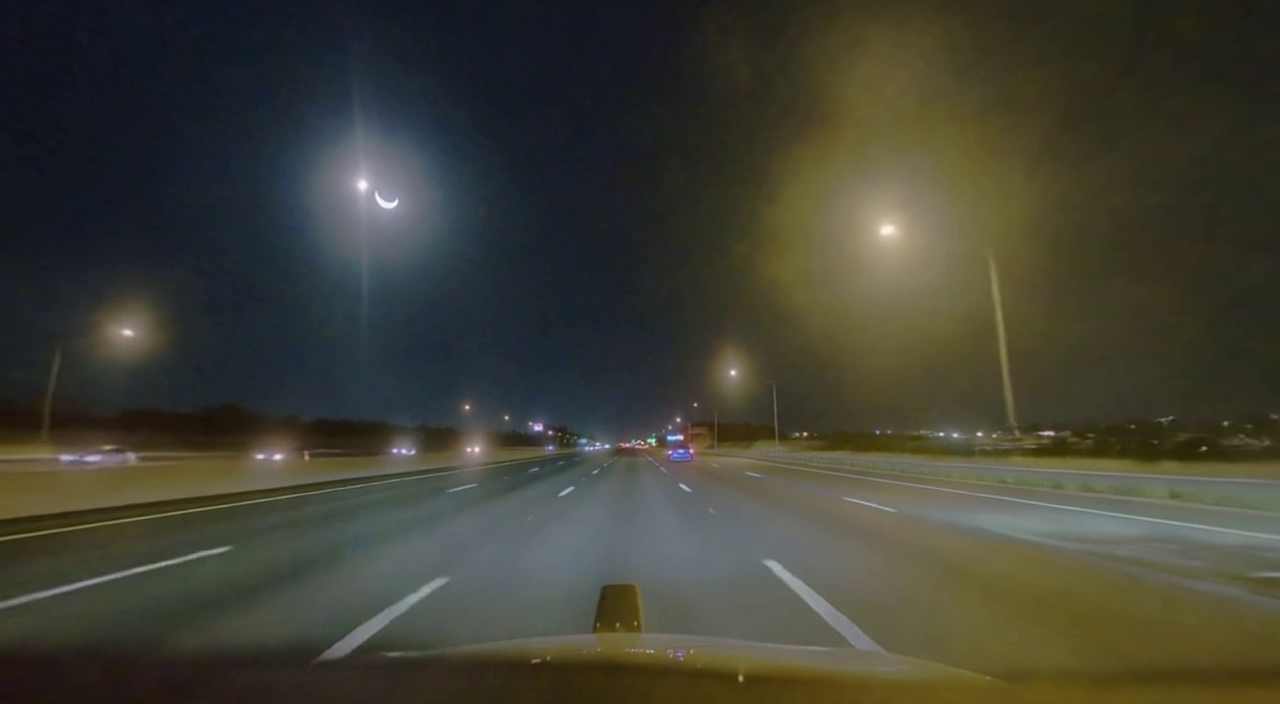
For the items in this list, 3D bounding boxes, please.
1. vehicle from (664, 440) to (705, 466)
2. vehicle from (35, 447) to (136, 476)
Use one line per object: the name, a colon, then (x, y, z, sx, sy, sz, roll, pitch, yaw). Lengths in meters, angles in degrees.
vehicle: (2.771, 6.455, 40.511, 2.270, 1.615, 3.770, 0, -8, -2)
vehicle: (-36.442, 7.199, 41.740, 2.102, 1.749, 5.000, 0, -8, 0)
